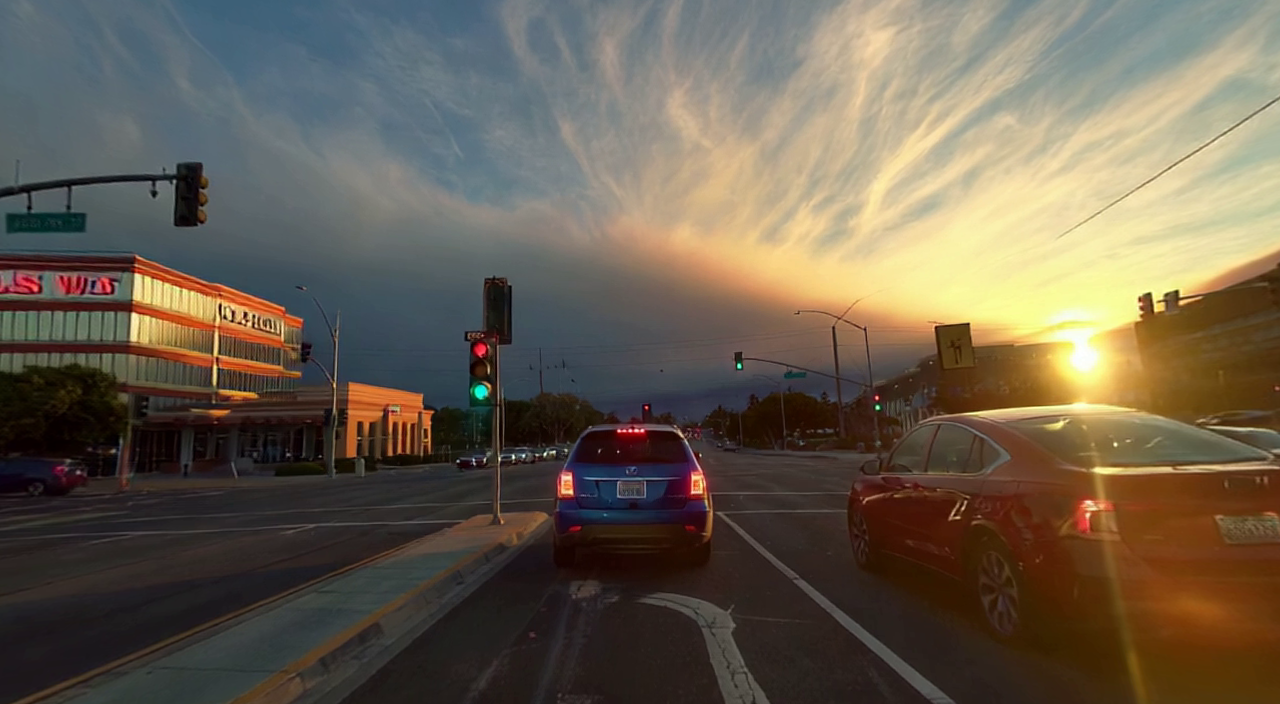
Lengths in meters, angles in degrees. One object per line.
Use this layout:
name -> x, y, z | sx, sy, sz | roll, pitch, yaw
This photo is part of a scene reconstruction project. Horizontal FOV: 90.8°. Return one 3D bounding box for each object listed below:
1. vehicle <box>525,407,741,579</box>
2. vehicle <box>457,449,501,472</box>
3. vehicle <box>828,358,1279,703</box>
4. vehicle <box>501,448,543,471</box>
vehicle -> -0.116, 1.795, 8.859 | 2.238, 1.762, 4.445 | 0, -9, -1
vehicle -> -11.808, 7.979, 46.672 | 2.005, 1.596, 4.342 | -1, -9, 1
vehicle -> 3.208, 1.186, 5.004 | 2.040, 1.674, 4.455 | 0, -9, 0
vehicle -> -8.517, 7.793, 45.978 | 2.163, 1.529, 4.210 | 0, -9, 1
